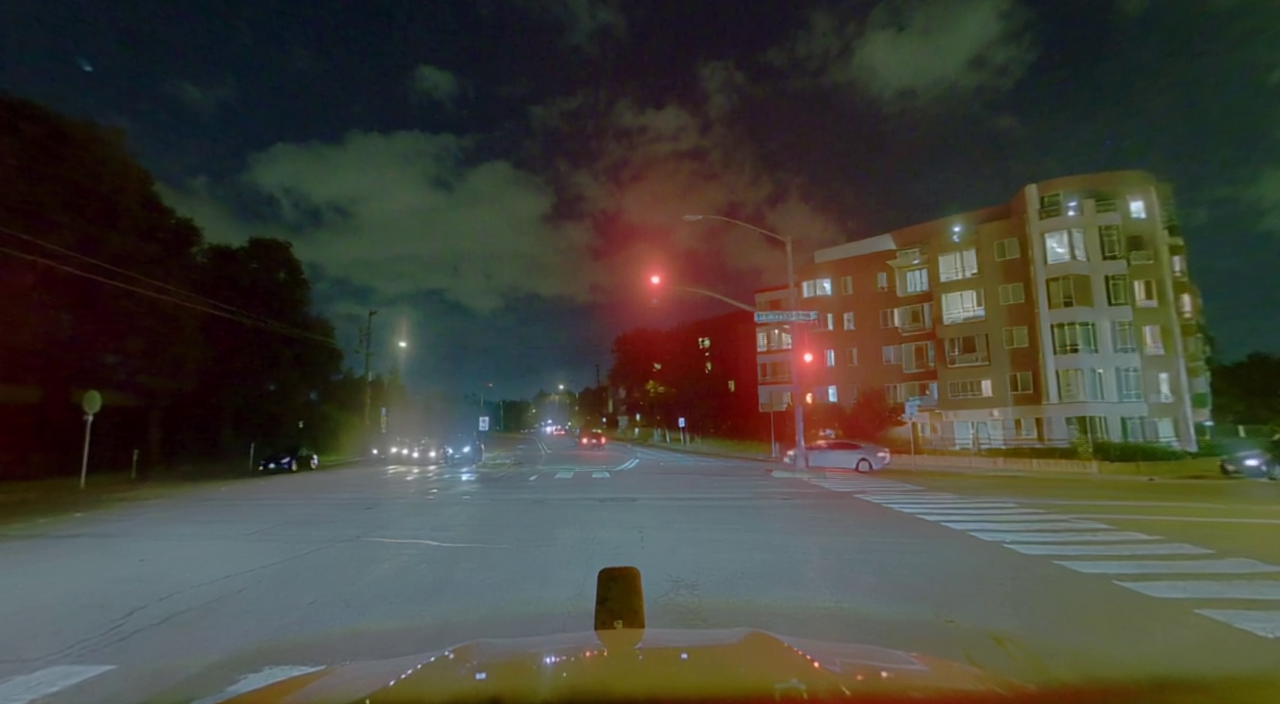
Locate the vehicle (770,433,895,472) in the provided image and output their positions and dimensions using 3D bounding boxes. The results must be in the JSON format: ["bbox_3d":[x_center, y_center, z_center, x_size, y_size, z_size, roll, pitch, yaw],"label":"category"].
[{"bbox_3d":[8.430,4.445,27.980,4.790,1.571,2.073,-8,-12,43],"label":"vehicle"}]

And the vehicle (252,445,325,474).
[{"bbox_3d":[-21.089,6.458,38.124,1.981,1.628,4.336,0,-9,-1],"label":"vehicle"}]

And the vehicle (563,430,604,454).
[{"bbox_3d":[-4.249,6.742,47.118,1.993,1.664,4.424,3,-9,-19],"label":"vehicle"}]

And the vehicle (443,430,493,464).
[{"bbox_3d":[-9.769,5.452,36.191,1.910,1.818,4.057,0,-9,-3],"label":"vehicle"}]

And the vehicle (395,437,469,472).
[{"bbox_3d":[-9.681,4.800,29.785,2.116,1.521,4.294,0,-9,-2],"label":"vehicle"}]
